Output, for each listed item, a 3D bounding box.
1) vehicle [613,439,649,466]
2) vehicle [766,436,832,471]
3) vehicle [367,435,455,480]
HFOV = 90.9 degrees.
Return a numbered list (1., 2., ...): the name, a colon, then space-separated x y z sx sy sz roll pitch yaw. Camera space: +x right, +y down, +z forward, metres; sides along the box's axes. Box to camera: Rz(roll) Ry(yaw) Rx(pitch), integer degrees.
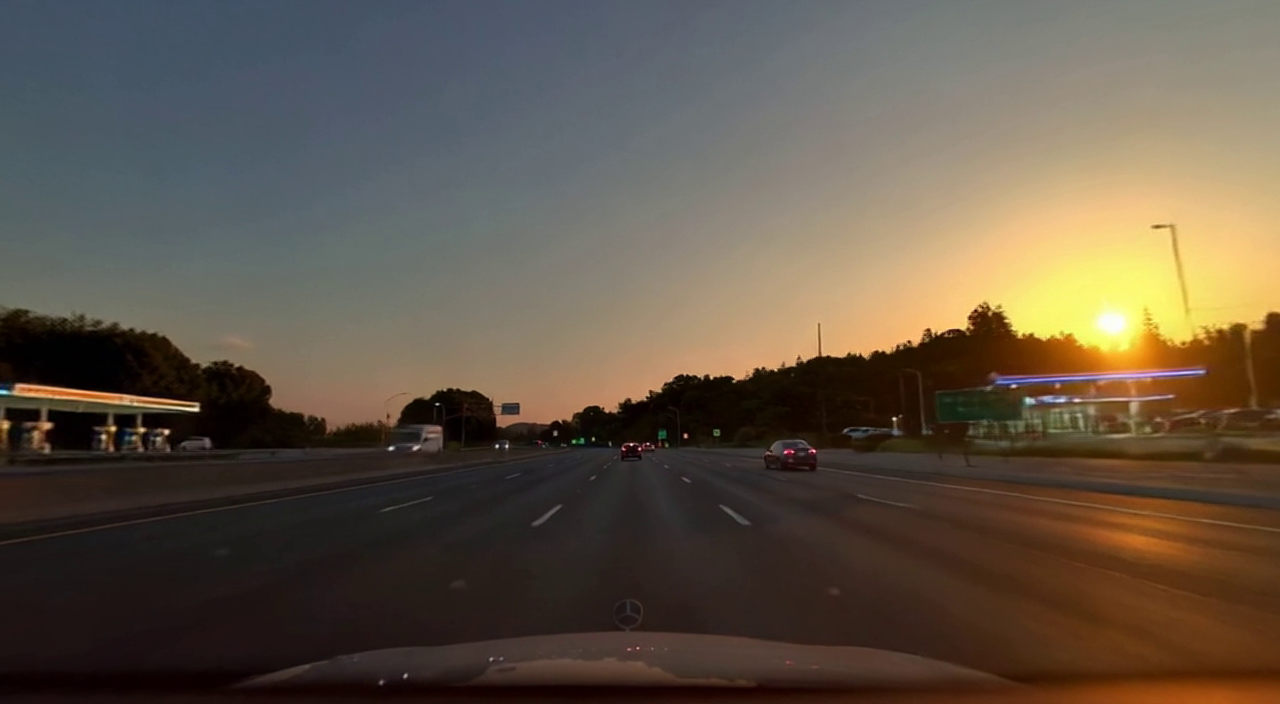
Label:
1. vehicle: -0.549 5.918 37.171 1.999 1.473 4.351 0 -8 -1
2. vehicle: 7.256 4.670 29.162 1.867 1.463 4.295 0 -8 -1
3. vehicle: -9.858 4.567 27.638 2.005 1.725 5.137 0 -8 -1
